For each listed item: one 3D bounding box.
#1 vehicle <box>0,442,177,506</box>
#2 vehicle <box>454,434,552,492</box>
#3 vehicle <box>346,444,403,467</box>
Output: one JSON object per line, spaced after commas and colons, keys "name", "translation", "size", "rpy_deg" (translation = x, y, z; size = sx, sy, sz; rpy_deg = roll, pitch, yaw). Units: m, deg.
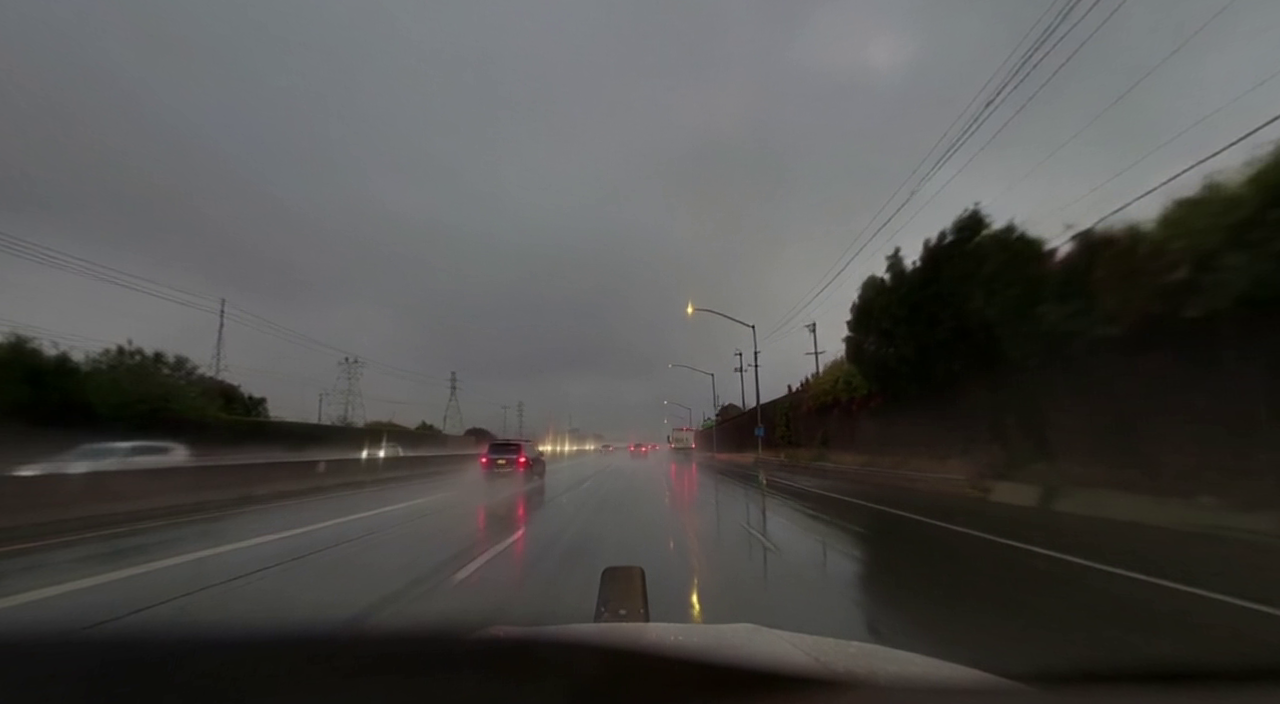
{"name": "vehicle", "translation": [-15.016, 3.181, 16.927], "size": [1.890, 1.476, 4.274], "rpy_deg": [0, -8, 0]}
{"name": "vehicle", "translation": [-4.229, 3.499, 20.222], "size": [2.064, 1.642, 4.389], "rpy_deg": [0, -8, 1]}
{"name": "vehicle", "translation": [-18.870, 7.353, 45.029], "size": [1.926, 1.571, 4.680], "rpy_deg": [0, -8, 1]}
